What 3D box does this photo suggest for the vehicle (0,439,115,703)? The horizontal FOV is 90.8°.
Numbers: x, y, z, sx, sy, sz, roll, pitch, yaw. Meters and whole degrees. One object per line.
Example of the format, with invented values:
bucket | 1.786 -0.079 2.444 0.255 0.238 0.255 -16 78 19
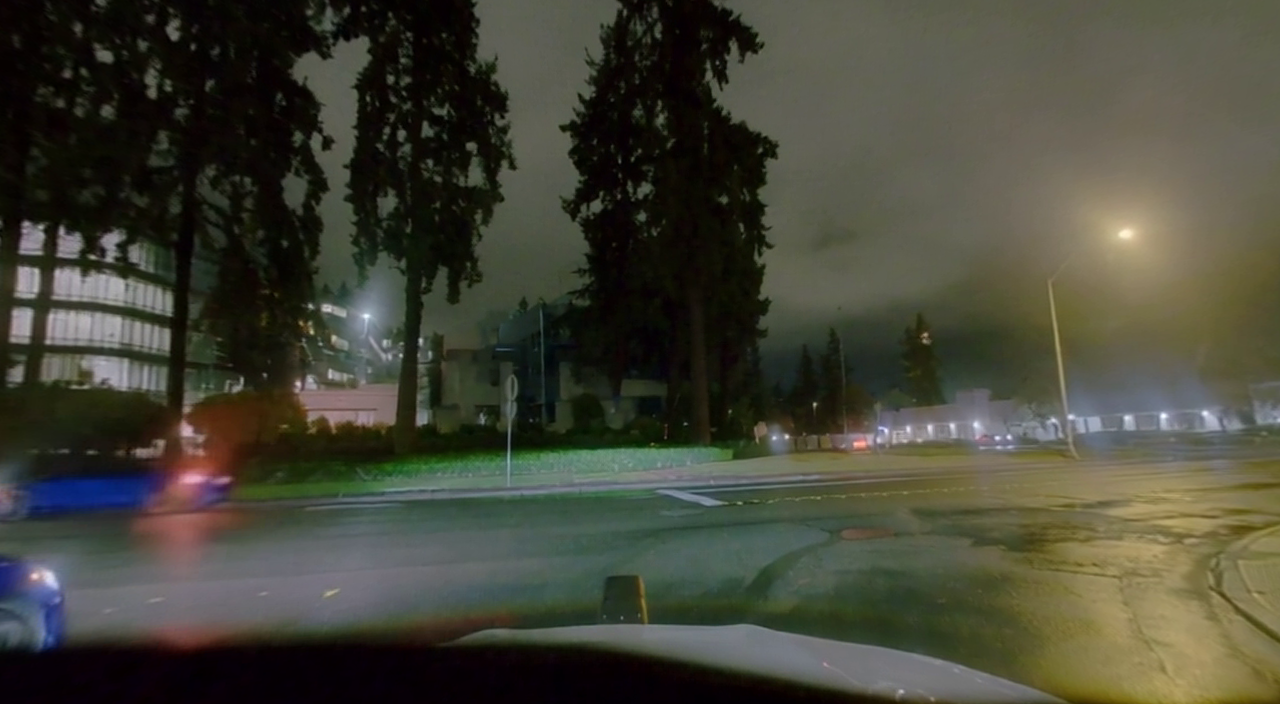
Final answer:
vehicle | -3.402 0.808 0.814 2.069 1.413 5.006 2 -9 -13
